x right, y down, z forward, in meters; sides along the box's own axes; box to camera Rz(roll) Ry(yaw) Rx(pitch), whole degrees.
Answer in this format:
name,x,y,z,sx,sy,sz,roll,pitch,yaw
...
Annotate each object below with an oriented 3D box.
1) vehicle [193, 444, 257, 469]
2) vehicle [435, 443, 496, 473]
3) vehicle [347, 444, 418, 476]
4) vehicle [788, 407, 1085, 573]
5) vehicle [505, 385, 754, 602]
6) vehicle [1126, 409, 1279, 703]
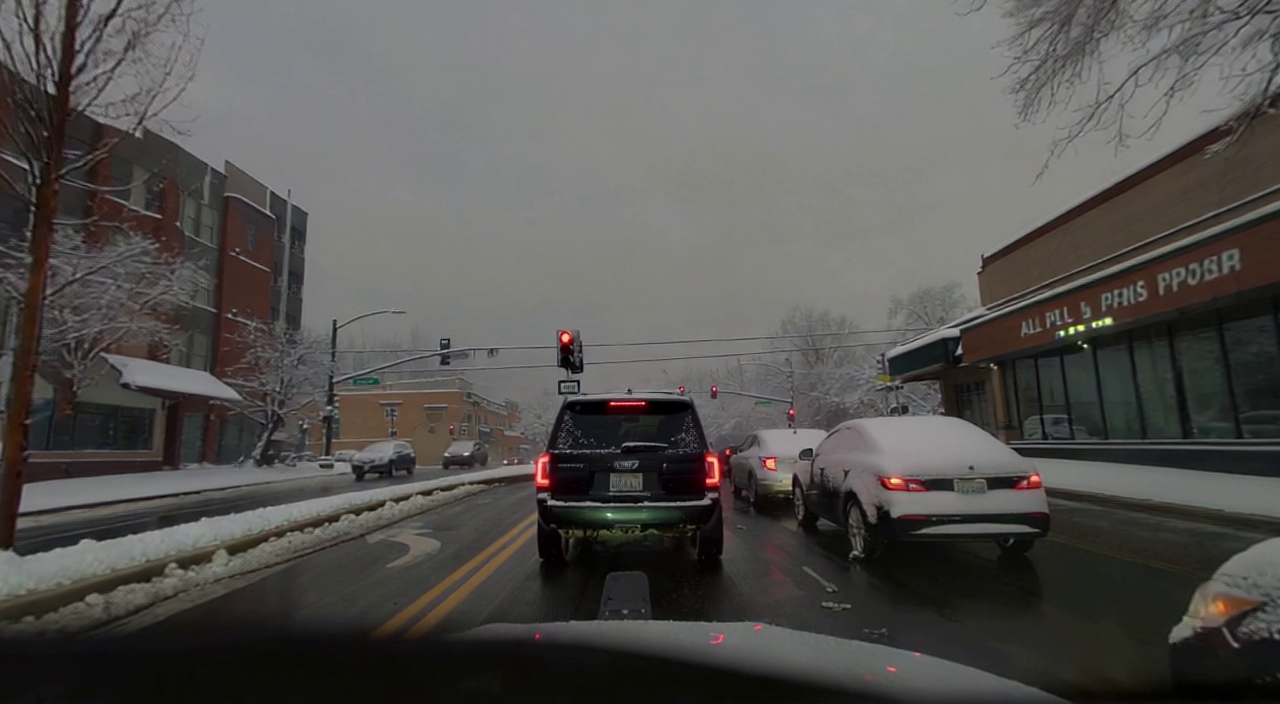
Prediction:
name,x,y,z,sx,sy,sz,roll,pitch,yaw
vehicle,-27.462,6.871,41.848,1.693,1.563,3.716,0,-8,0
vehicle,-11.276,6.868,41.165,2.224,1.840,5.290,-1,-8,3
vehicle,-14.732,6.190,36.411,2.102,1.737,4.570,0,-8,1
vehicle,3.611,1.760,8.804,2.036,1.719,4.318,0,-8,0
vehicle,-0.004,1.537,7.683,2.154,1.861,4.280,0,-8,3
vehicle,3.358,0.732,0.812,1.884,1.484,4.609,0,-8,2
